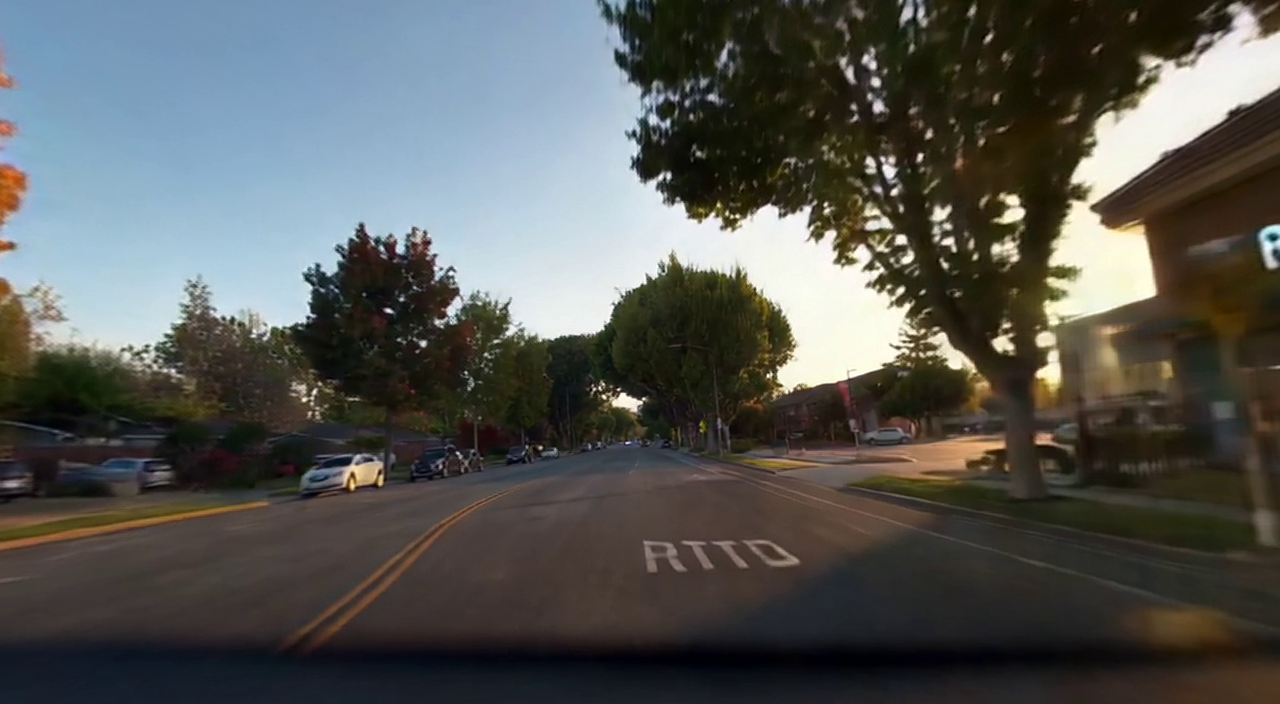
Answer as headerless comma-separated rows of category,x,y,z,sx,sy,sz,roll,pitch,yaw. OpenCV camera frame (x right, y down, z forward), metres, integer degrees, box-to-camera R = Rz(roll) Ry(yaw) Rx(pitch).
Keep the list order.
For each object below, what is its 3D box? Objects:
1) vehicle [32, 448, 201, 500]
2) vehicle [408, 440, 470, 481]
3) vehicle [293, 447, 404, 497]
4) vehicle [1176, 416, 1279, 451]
vehicle,-21.398,4.941,26.139,2.079,1.877,4.862,-4,-9,21
vehicle,-11.097,5.975,35.144,2.015,1.884,4.488,-6,-8,-2
vehicle,-11.163,4.591,24.632,1.950,1.720,4.868,-1,-9,1
vehicle,30.729,4.180,32.067,1.960,1.670,4.863,4,-9,-25
